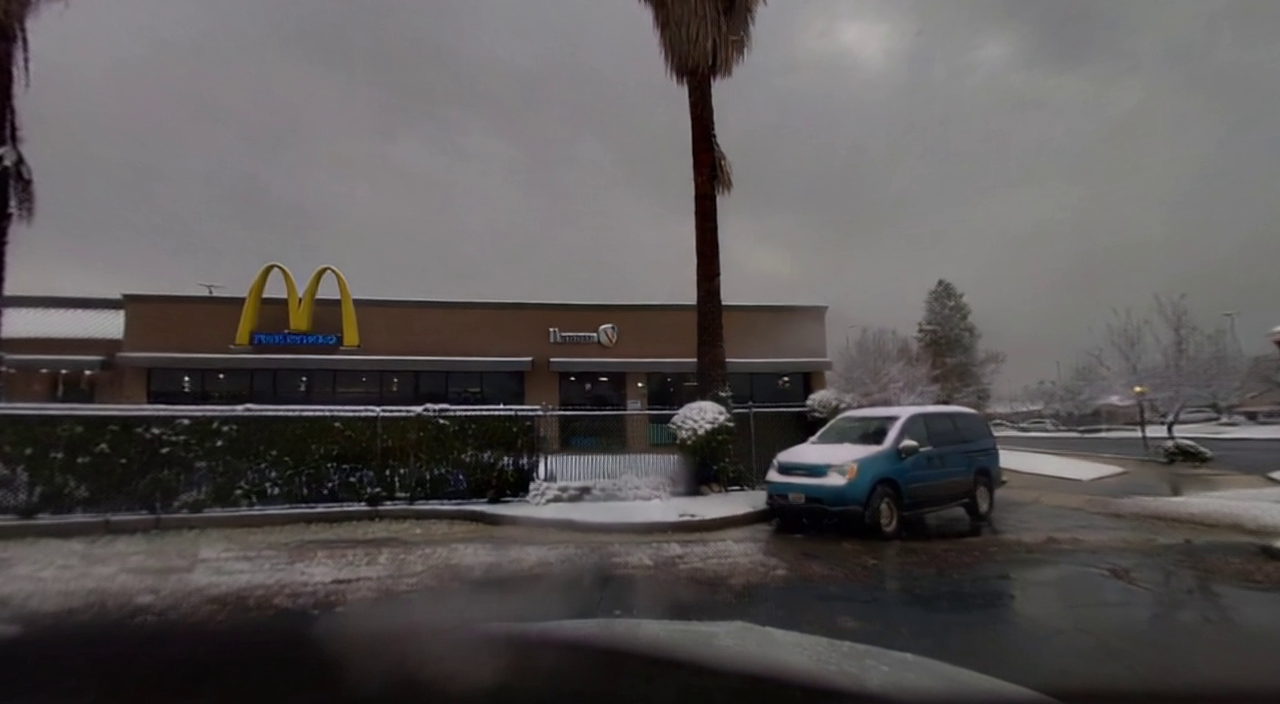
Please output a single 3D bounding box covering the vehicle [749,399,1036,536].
[{"bbox_3d":[4.172,1.746,10.384,4.365,1.791,2.073,4,-7,-30],"label":"vehicle"}]
